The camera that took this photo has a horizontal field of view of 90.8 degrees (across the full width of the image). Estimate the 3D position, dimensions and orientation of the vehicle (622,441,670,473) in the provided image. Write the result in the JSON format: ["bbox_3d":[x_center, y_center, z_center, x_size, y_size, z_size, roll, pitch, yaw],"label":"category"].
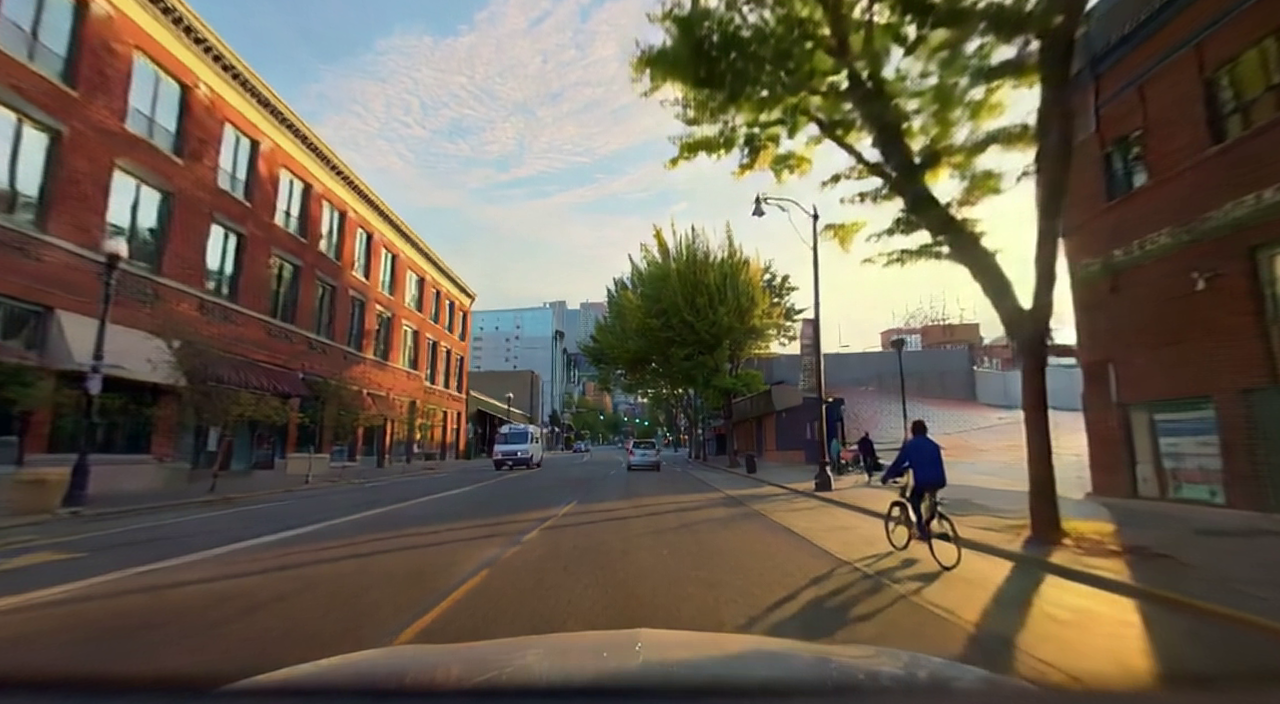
[{"bbox_3d":[0.320,5.485,33.197,2.356,1.572,4.810,0,-9,1],"label":"vehicle"}]

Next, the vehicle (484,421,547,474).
[{"bbox_3d":[-6.687,5.213,34.631,2.418,2.620,5.522,-1,-8,-1],"label":"vehicle"}]
